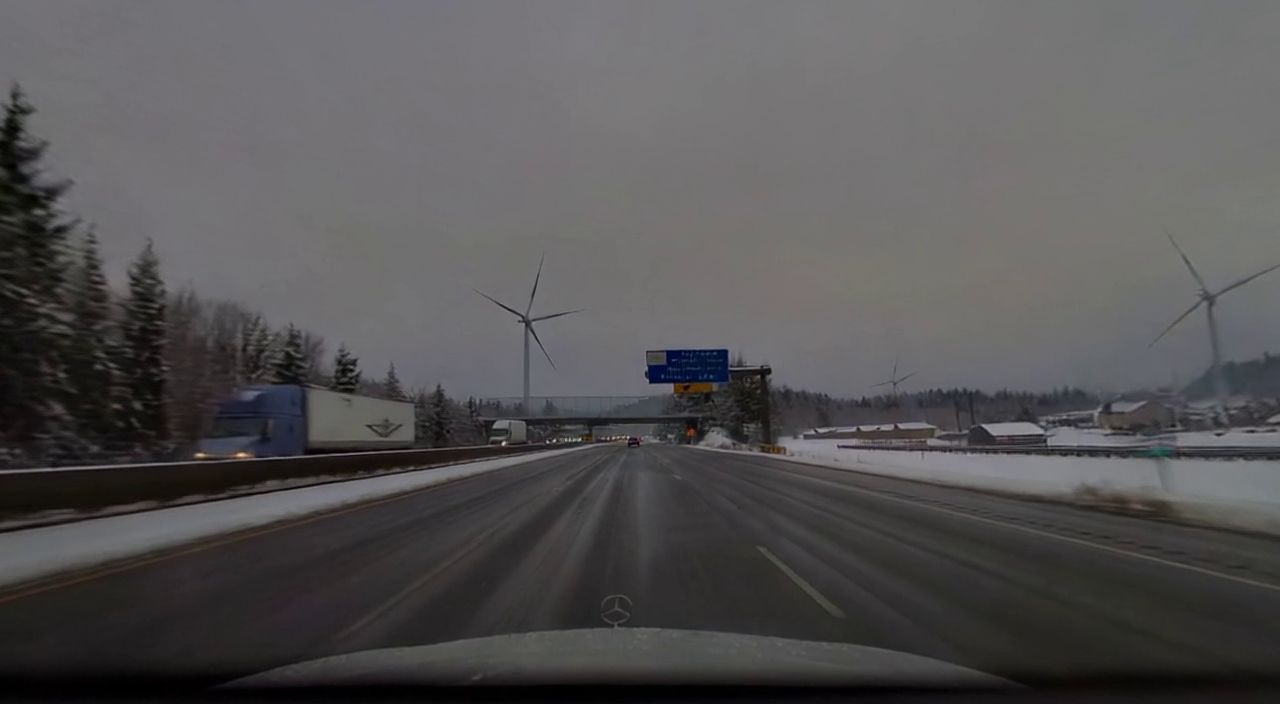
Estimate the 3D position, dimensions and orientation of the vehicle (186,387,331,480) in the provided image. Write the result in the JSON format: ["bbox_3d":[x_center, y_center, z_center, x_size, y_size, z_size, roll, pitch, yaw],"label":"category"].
[{"bbox_3d":[-17.483,3.843,29.444,2.989,3.857,5.976,-1,-8,-1],"label":"vehicle"}]
